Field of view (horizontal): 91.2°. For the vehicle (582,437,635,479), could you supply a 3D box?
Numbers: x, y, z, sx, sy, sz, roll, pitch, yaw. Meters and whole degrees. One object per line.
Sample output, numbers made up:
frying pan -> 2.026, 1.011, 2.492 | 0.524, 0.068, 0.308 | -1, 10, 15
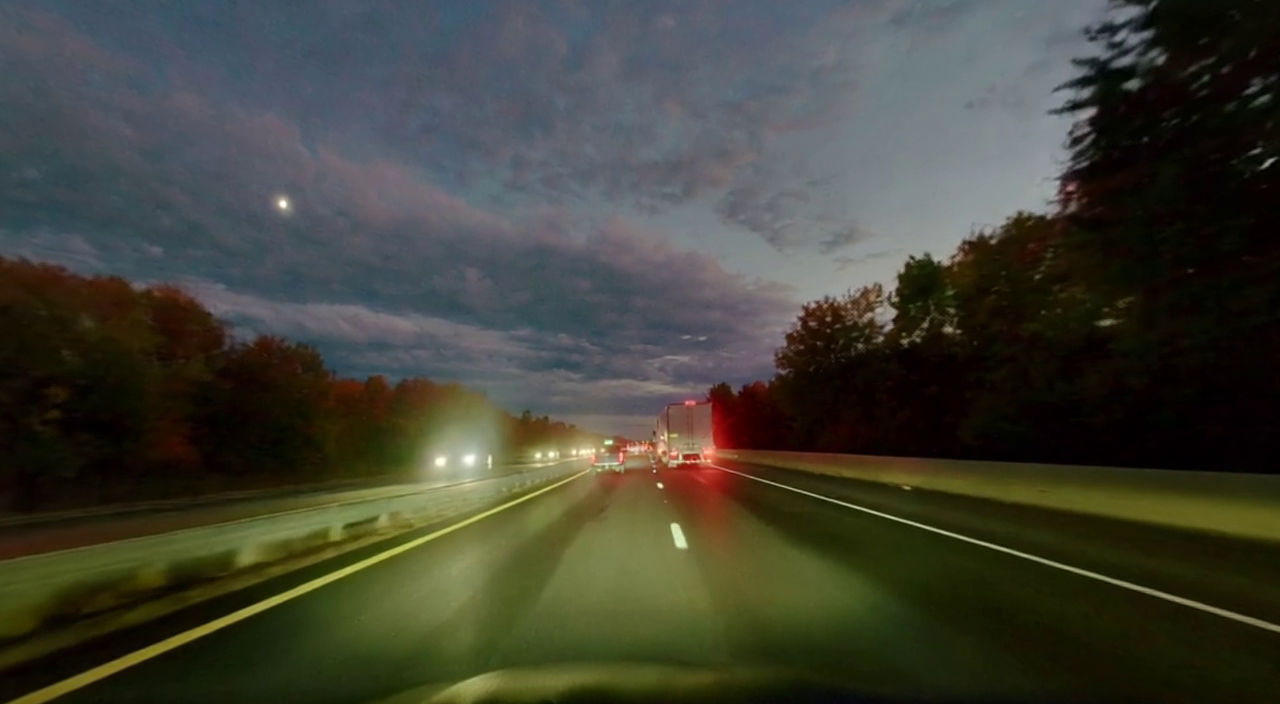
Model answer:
vehicle -> -1.341, 4.734, 28.224 | 2.151, 1.693, 4.201 | -1, -9, 1

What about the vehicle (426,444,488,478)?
vehicle -> -9.494, 5.695, 32.868 | 1.977, 1.633, 4.138 | -1, -9, 0

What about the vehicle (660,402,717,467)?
vehicle -> 3.252, 6.259, 46.574 | 3.068, 4.042, 13.787 | 0, -9, 0
